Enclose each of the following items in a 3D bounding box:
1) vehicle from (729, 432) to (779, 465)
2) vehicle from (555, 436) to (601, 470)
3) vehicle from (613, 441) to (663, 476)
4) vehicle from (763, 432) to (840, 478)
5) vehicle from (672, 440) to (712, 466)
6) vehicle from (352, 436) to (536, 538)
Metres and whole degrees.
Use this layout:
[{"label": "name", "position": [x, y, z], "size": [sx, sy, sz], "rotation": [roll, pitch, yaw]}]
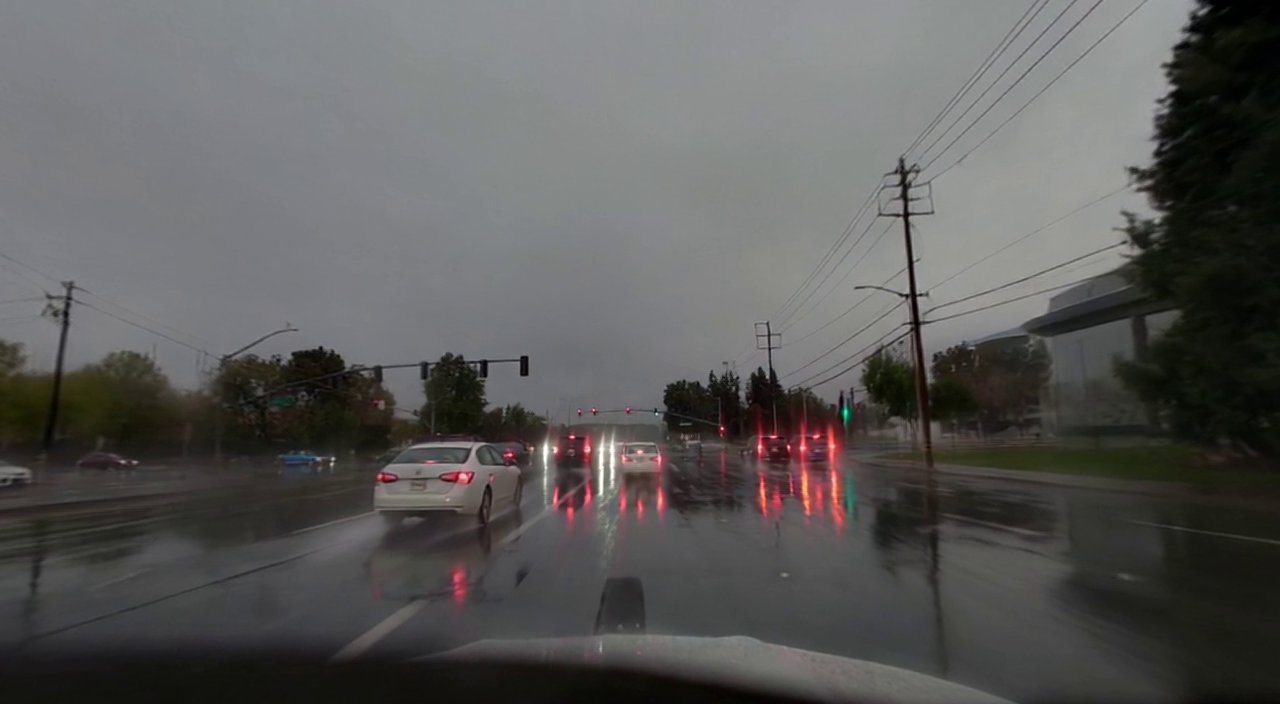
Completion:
[{"label": "vehicle", "position": [7.302, 6.248, 41.011], "size": [2.156, 1.982, 5.358], "rotation": [0, -8, -1]}, {"label": "vehicle", "position": [-3.366, 5.566, 34.938], "size": [2.033, 1.714, 4.278], "rotation": [0, -8, 1]}, {"label": "vehicle", "position": [-0.082, 4.749, 28.392], "size": [2.098, 1.431, 3.958], "rotation": [0, -8, 0]}, {"label": "vehicle", "position": [6.496, 4.208, 25.919], "size": [1.945, 1.706, 4.190], "rotation": [0, -8, -2]}, {"label": "vehicle", "position": [3.166, 6.278, 39.595], "size": [1.987, 1.515, 4.521], "rotation": [0, -8, -2]}, {"label": "vehicle", "position": [-3.216, 2.290, 11.387], "size": [1.837, 1.463, 4.311], "rotation": [0, -8, 1]}]
